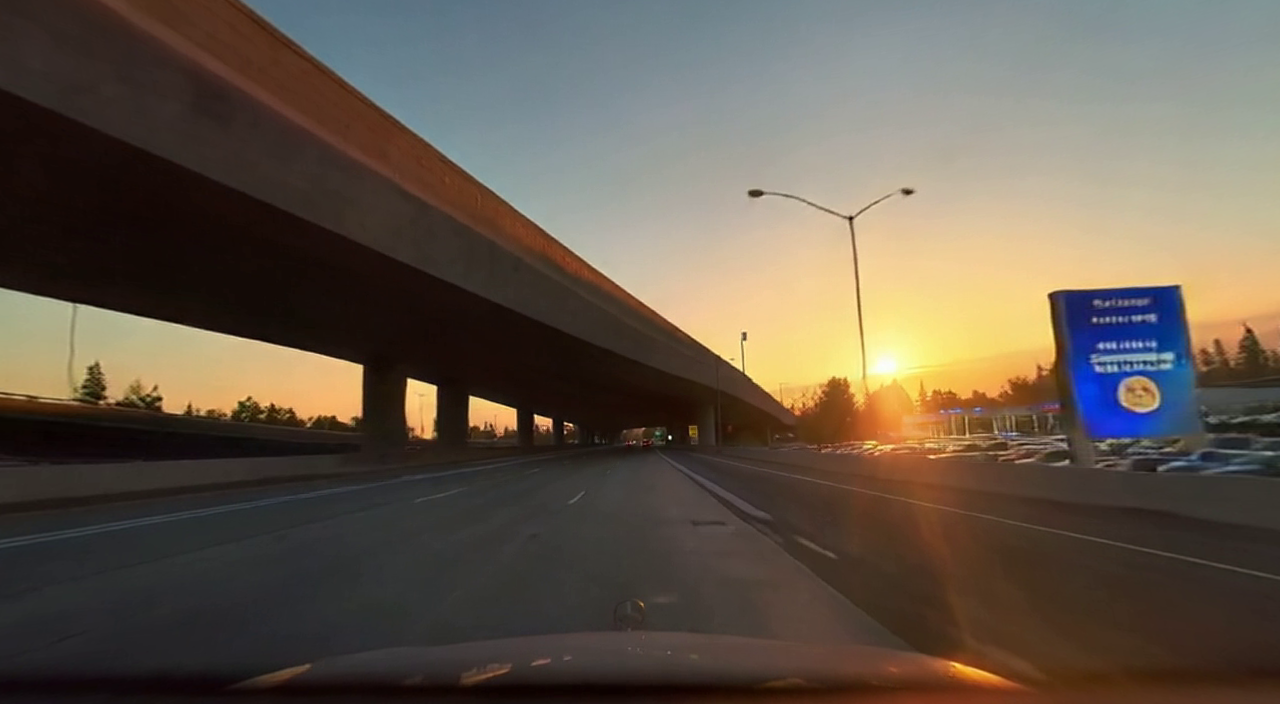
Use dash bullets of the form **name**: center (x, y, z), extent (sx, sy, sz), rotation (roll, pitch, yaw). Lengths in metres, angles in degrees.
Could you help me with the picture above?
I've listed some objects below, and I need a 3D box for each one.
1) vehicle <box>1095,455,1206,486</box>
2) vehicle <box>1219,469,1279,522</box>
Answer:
- **vehicle**: center (30.279, 7.022, 37.528), extent (4.607, 1.749, 2.090), rotation (-1, -9, 2)
- **vehicle**: center (20.295, 4.635, 20.602), extent (3.461, 1.436, 1.736), rotation (8, -12, -44)
